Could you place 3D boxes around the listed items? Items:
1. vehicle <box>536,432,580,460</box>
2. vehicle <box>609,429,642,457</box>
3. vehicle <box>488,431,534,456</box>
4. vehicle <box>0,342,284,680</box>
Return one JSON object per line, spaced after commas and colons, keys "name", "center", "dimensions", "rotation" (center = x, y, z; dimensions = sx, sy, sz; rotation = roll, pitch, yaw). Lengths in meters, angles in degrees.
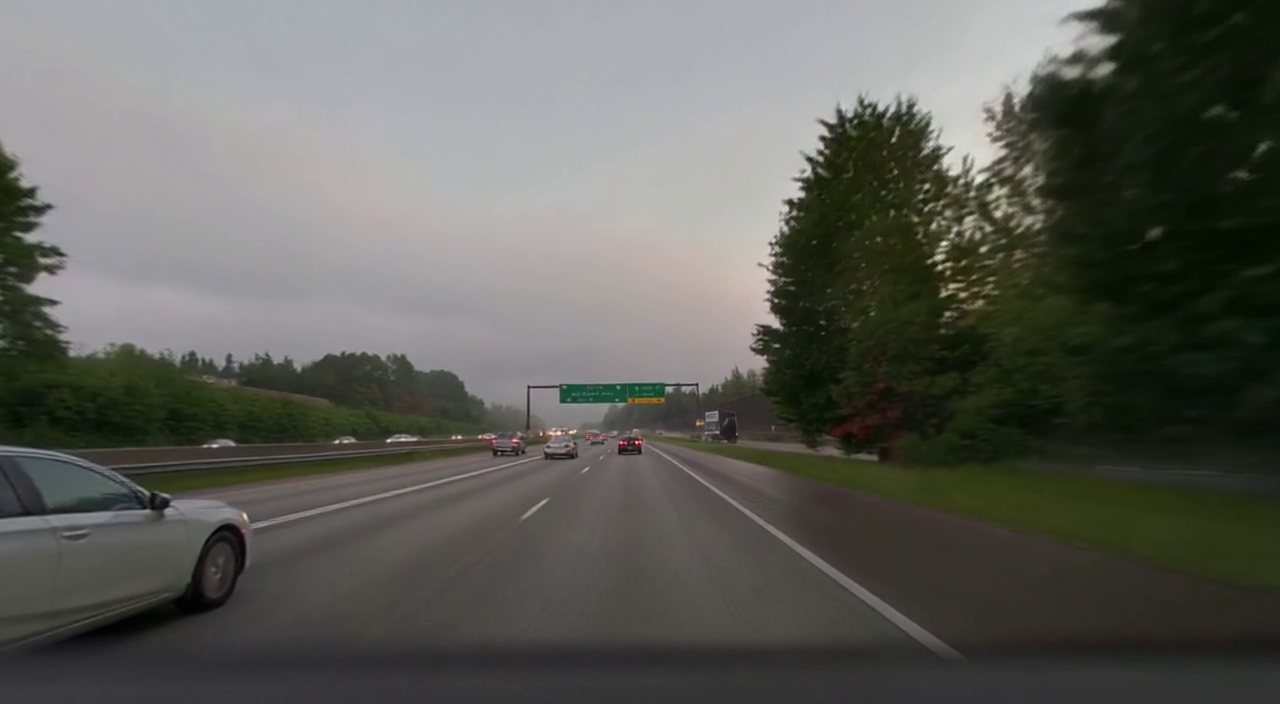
{"name": "vehicle", "center": [-4.448, 5.176, 34.749], "dimensions": [1.909, 1.445, 4.087], "rotation": [0, -7, 0]}
{"name": "vehicle", "center": [-0.880, 5.731, 39.743], "dimensions": [2.002, 1.611, 3.778], "rotation": [0, -7, -1]}
{"name": "vehicle", "center": [-8.348, 5.967, 41.056], "dimensions": [1.953, 1.524, 4.863], "rotation": [0, -7, 0]}
{"name": "vehicle", "center": [-4.480, 0.939, 3.955], "dimensions": [1.971, 1.822, 4.366], "rotation": [0, -7, -1]}
